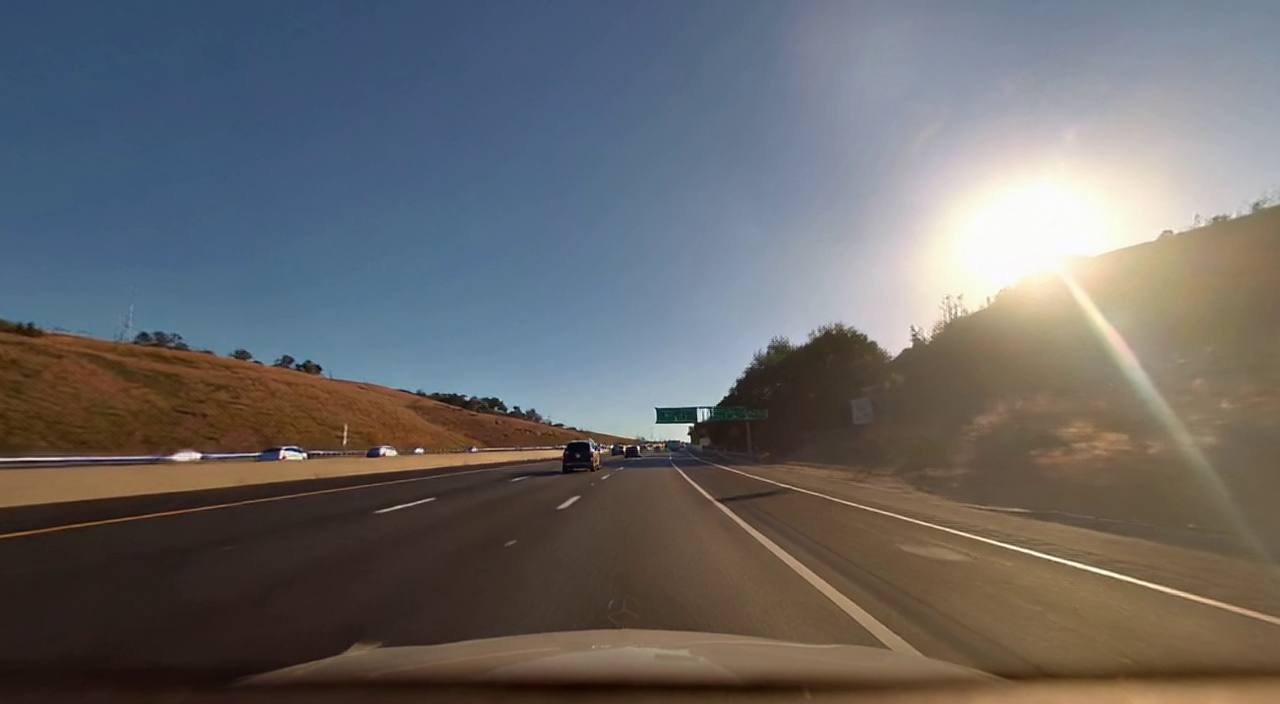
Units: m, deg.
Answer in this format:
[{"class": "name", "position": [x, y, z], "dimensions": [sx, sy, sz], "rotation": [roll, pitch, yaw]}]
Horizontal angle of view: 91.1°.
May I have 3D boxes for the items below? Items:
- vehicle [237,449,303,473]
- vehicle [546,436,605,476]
[{"class": "vehicle", "position": [-27.617, 8.093, 47.031], "dimensions": [2.016, 1.671, 4.537], "rotation": [-1, -9, 2]}, {"class": "vehicle", "position": [-3.248, 5.386, 32.857], "dimensions": [2.413, 1.896, 5.218], "rotation": [0, -9, 1]}]
